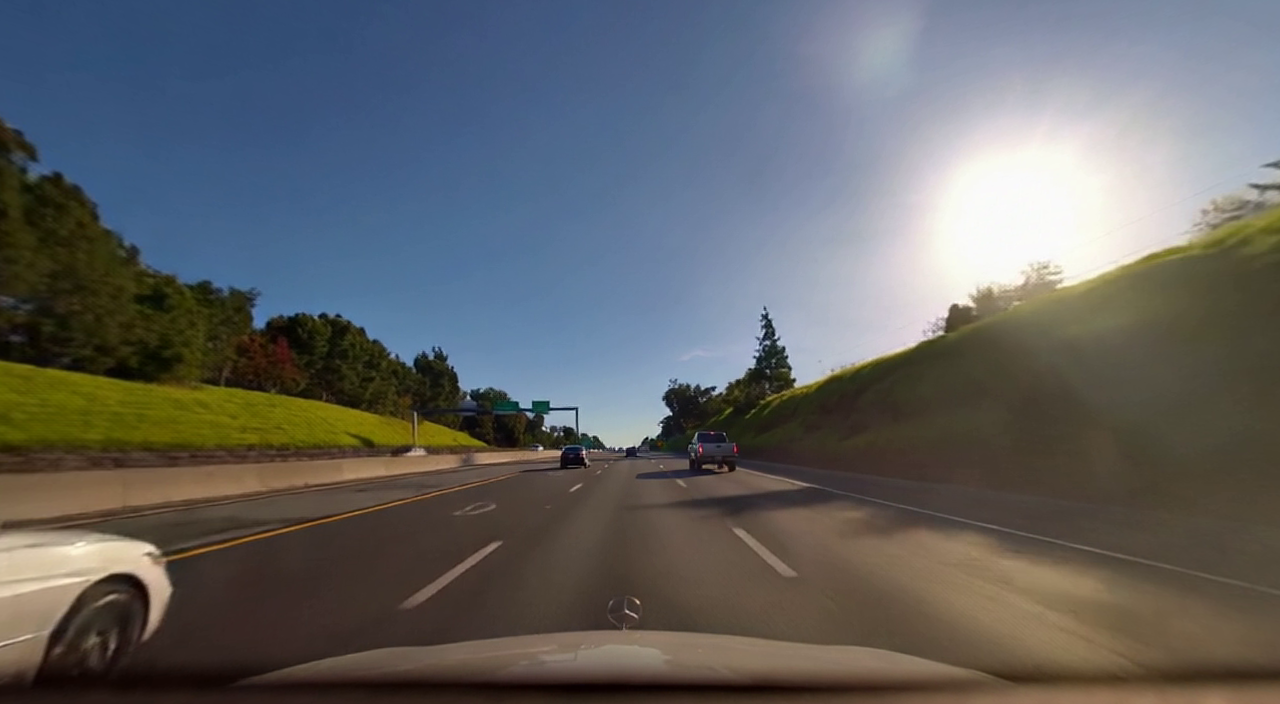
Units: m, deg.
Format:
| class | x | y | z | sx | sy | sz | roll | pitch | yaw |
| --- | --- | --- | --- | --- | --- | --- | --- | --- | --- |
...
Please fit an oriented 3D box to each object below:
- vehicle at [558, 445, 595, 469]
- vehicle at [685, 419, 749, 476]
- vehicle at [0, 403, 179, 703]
| class | x | y | z | sx | sy | sz | roll | pitch | yaw |
| --- | --- | --- | --- | --- | --- | --- | --- | --- | --- |
| vehicle | -4.301 | 7.170 | 43.068 | 2.054 | 1.529 | 4.368 | 0 | -9 | 0 |
| vehicle | 3.768 | 4.873 | 32.139 | 2.361 | 2.636 | 5.684 | 0 | -9 | -1 |
| vehicle | -3.503 | 0.731 | 0.989 | 1.939 | 1.513 | 4.773 | 0 | -9 | 0 |
